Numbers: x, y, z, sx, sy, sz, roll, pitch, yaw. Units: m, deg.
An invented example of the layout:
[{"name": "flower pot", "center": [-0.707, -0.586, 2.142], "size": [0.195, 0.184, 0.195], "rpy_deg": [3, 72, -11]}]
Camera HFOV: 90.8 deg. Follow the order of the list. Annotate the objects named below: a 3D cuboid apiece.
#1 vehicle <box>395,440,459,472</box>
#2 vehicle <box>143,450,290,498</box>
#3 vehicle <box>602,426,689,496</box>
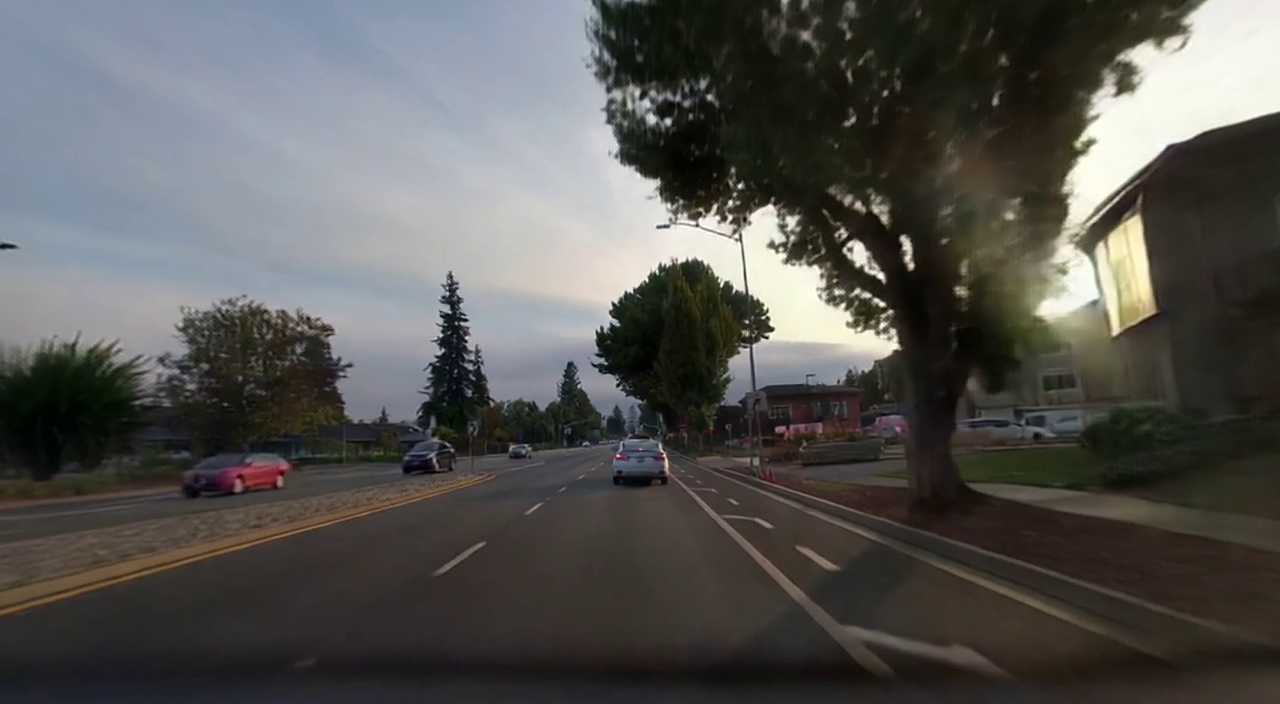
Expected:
[{"name": "vehicle", "center": [-12.153, 5.960, 36.368], "size": [2.143, 1.711, 4.477], "rpy_deg": [0, -8, 0]}, {"name": "vehicle", "center": [-15.375, 4.432, 23.338], "size": [2.124, 1.542, 4.702], "rpy_deg": [0, -9, 1]}, {"name": "vehicle", "center": [0.123, 2.953, 17.343], "size": [2.094, 1.682, 3.866], "rpy_deg": [0, -9, 0]}]
